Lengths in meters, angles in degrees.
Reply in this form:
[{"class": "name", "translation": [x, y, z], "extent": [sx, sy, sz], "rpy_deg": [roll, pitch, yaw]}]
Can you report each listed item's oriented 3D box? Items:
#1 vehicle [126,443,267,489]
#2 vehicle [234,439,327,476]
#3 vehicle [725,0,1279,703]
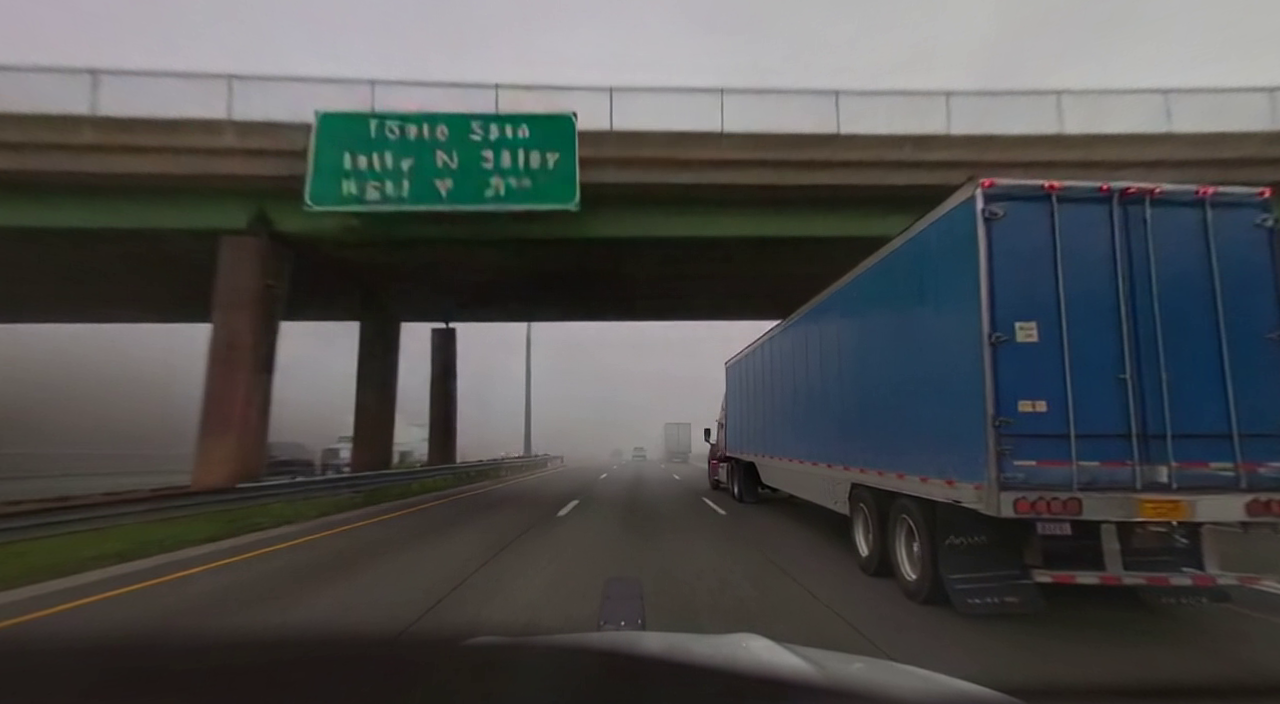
[{"class": "vehicle", "translation": [-15.312, 3.954, 22.101], "extent": [1.865, 1.434, 4.197], "rpy_deg": [0, -9, 0]}, {"class": "vehicle", "translation": [-18.779, 5.530, 33.213], "extent": [2.040, 1.755, 4.902], "rpy_deg": [0, -9, -1]}, {"class": "vehicle", "translation": [3.856, 0.795, 10.004], "extent": [2.825, 4.054, 14.210], "rpy_deg": [0, -9, -1]}]
